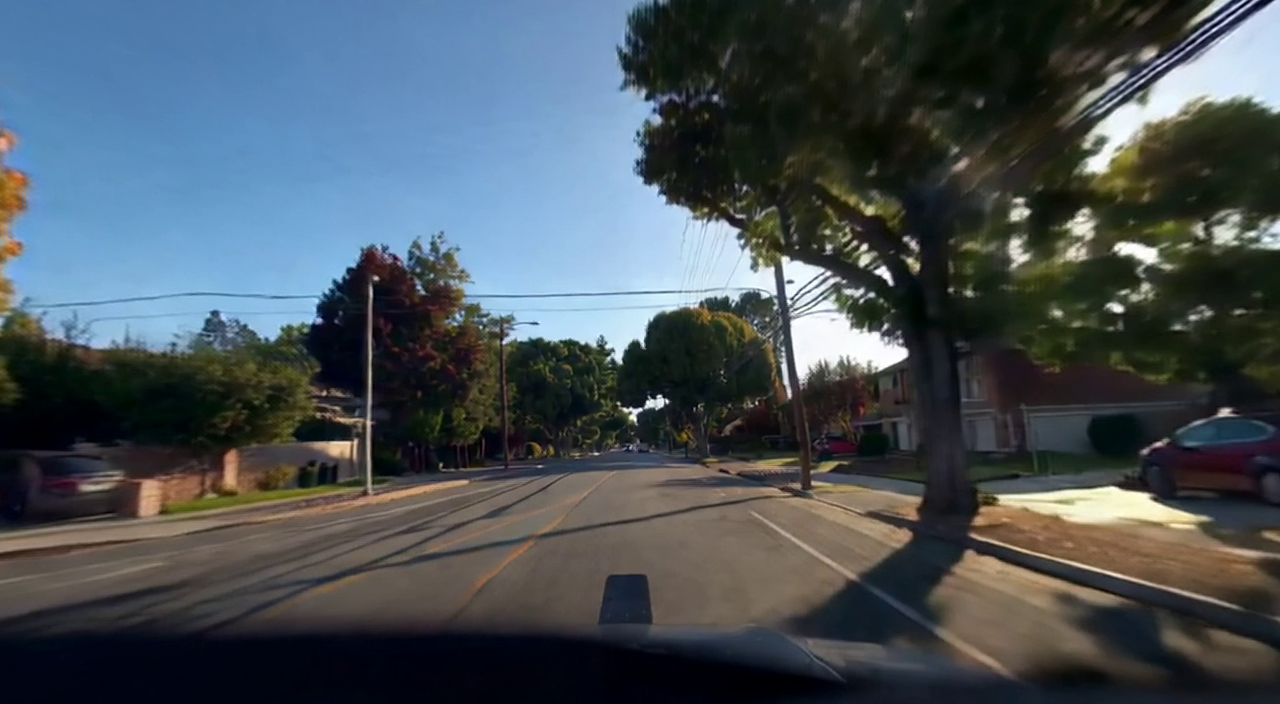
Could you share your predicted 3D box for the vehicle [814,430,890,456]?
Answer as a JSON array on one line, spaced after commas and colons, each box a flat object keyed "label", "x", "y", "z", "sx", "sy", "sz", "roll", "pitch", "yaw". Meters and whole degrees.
[{"label": "vehicle", "x": 14.720, "y": 6.340, "z": 43.897, "sx": 4.512, "sy": 1.701, "sz": 2.017, "roll": 0, "pitch": -9, "yaw": -1}]

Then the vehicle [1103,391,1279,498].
[{"label": "vehicle", "x": 11.405, "y": 1.623, "z": 11.577, "sx": 1.965, "sy": 1.680, "sz": 5.338, "roll": -8, "pitch": -10, "yaw": 4}]

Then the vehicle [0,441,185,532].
[{"label": "vehicle", "x": -14.202, "y": 3.064, "z": 15.087, "sx": 5.038, "sy": 1.774, "sz": 2.764, "roll": -2, "pitch": -7, "yaw": 17}]
